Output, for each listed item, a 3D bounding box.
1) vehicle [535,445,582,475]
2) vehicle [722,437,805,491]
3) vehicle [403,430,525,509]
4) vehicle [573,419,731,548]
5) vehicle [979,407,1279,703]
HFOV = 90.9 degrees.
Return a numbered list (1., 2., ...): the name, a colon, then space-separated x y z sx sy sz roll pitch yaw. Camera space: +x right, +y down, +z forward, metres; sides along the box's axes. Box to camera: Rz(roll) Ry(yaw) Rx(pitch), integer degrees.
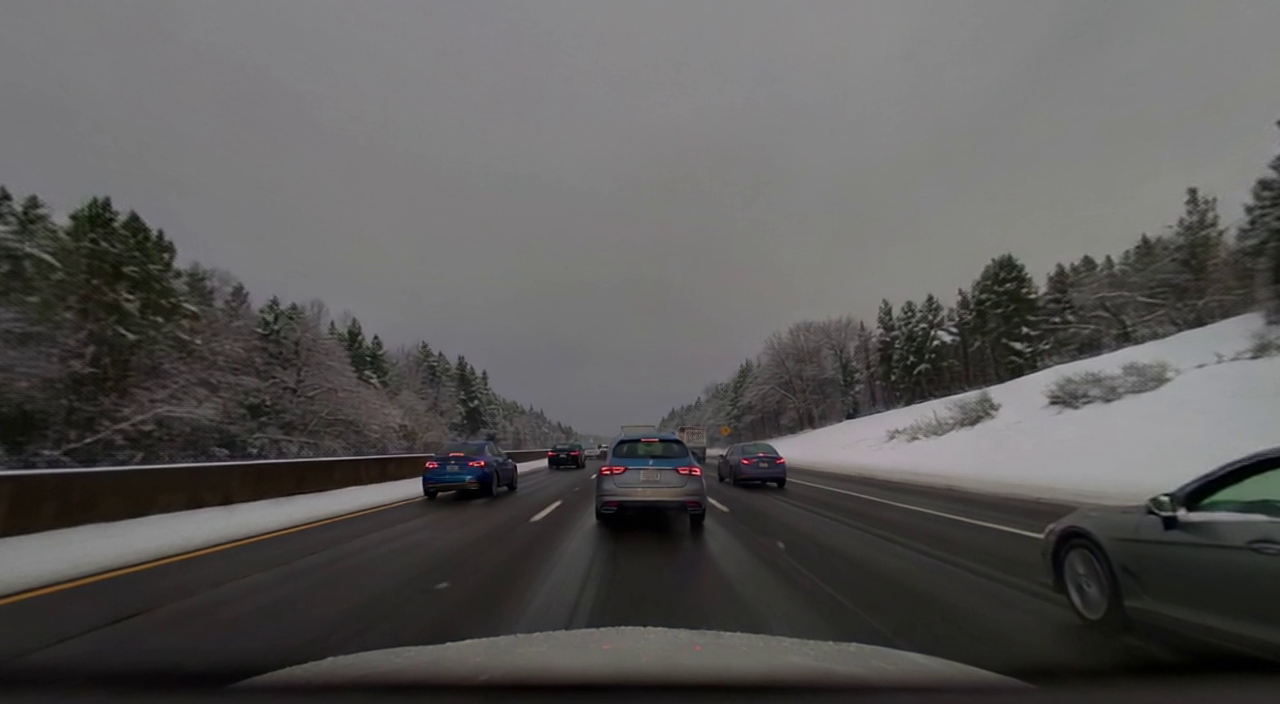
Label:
1. vehicle: -4.172 5.624 32.966 1.910 1.468 3.781 0 -9 1
2. vehicle: 3.986 3.678 20.930 1.905 1.590 3.746 0 -9 -1
3. vehicle: -4.191 2.853 15.662 1.890 1.708 3.844 0 -9 0
4. vehicle: 0.154 2.042 10.332 2.093 1.695 3.782 0 -9 0
5. vehicle: 3.678 0.956 2.672 1.953 1.434 4.511 0 -9 0
